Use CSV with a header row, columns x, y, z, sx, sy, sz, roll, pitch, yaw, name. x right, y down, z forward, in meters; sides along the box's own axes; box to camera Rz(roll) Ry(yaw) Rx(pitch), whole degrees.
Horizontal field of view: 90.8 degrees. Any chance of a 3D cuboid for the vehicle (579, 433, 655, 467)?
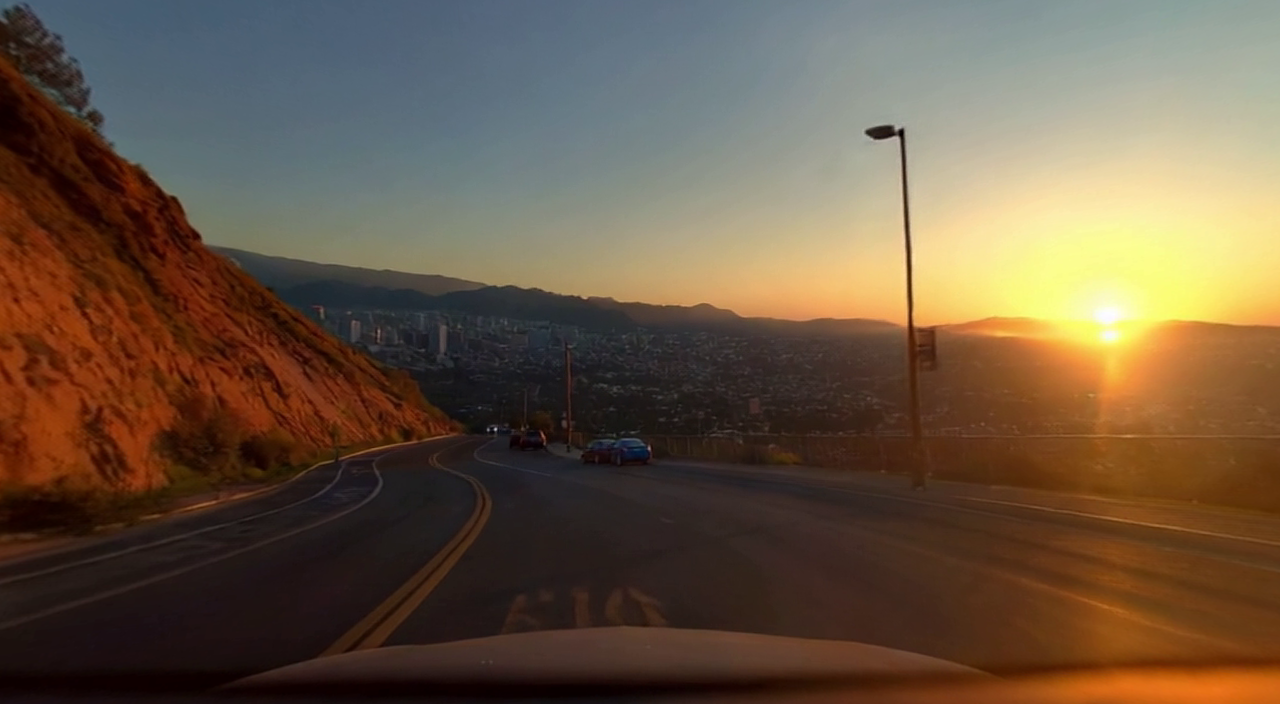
x,y,z,sx,sy,sz,roll,pitch,yaw,name
-1.144,5.208,33.601,2.064,1.667,4.453,-5,-10,27,vehicle
